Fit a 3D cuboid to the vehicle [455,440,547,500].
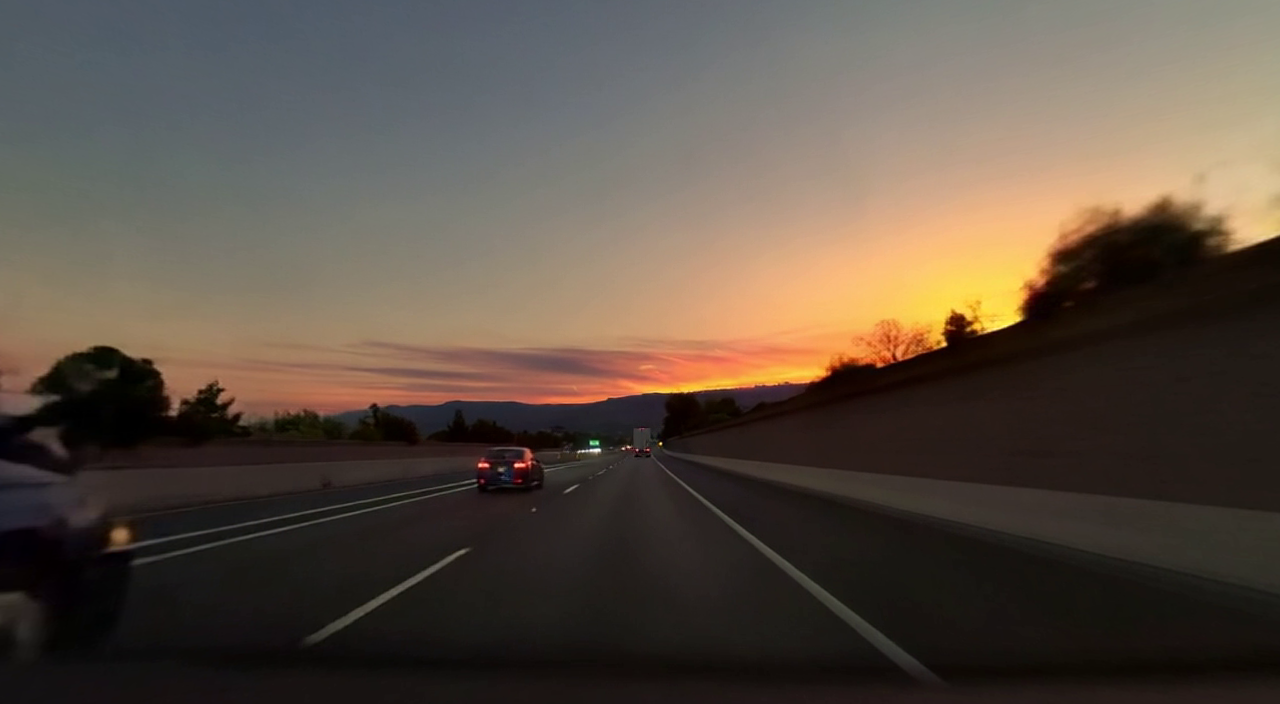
[{"bbox_3d":[-4.000,3.439,18.766,1.880,1.569,3.714,0,-9,0],"label":"vehicle"}]
